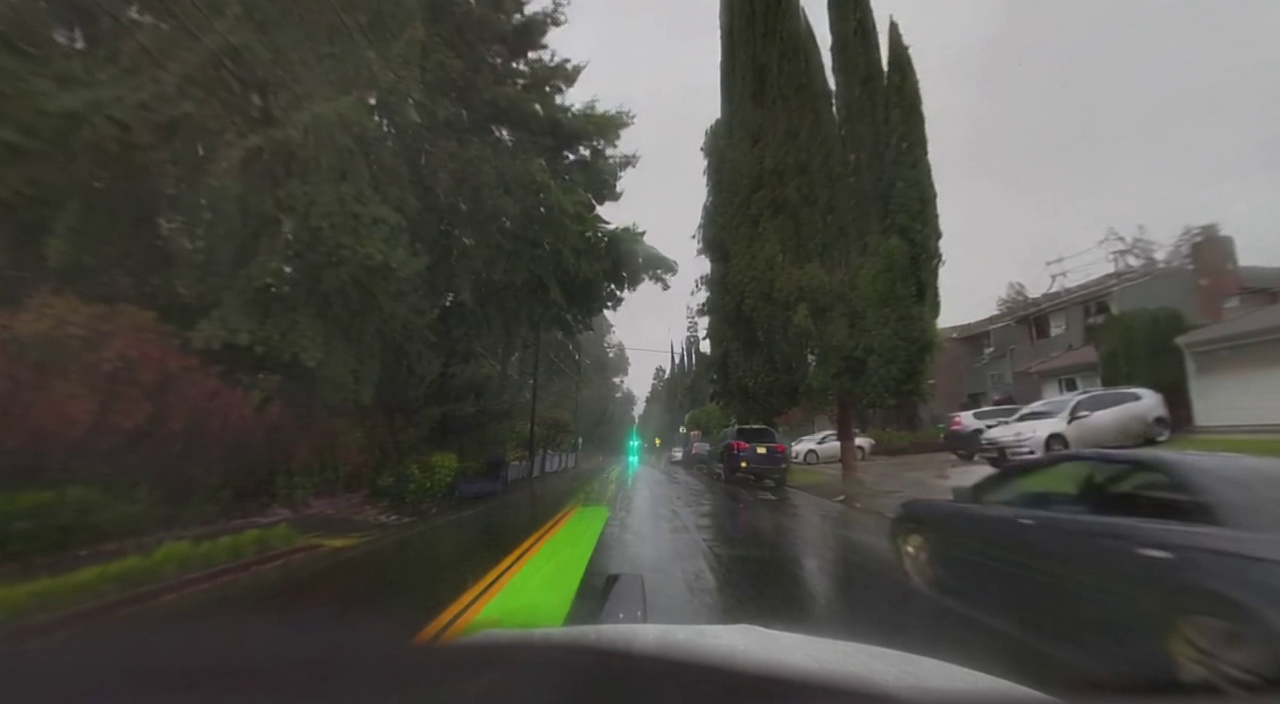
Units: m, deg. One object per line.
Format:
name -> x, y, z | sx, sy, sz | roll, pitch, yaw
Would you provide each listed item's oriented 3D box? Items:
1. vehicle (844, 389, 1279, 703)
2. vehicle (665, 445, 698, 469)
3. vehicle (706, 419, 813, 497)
vehicle -> 3.306, 1.202, 4.516 | 1.903, 1.470, 4.915 | 0, -9, -2
vehicle -> 3.081, 7.892, 47.529 | 2.068, 1.675, 4.013 | 0, -9, -2
vehicle -> 3.203, 2.997, 18.210 | 2.020, 1.900, 5.202 | 0, -9, 0
